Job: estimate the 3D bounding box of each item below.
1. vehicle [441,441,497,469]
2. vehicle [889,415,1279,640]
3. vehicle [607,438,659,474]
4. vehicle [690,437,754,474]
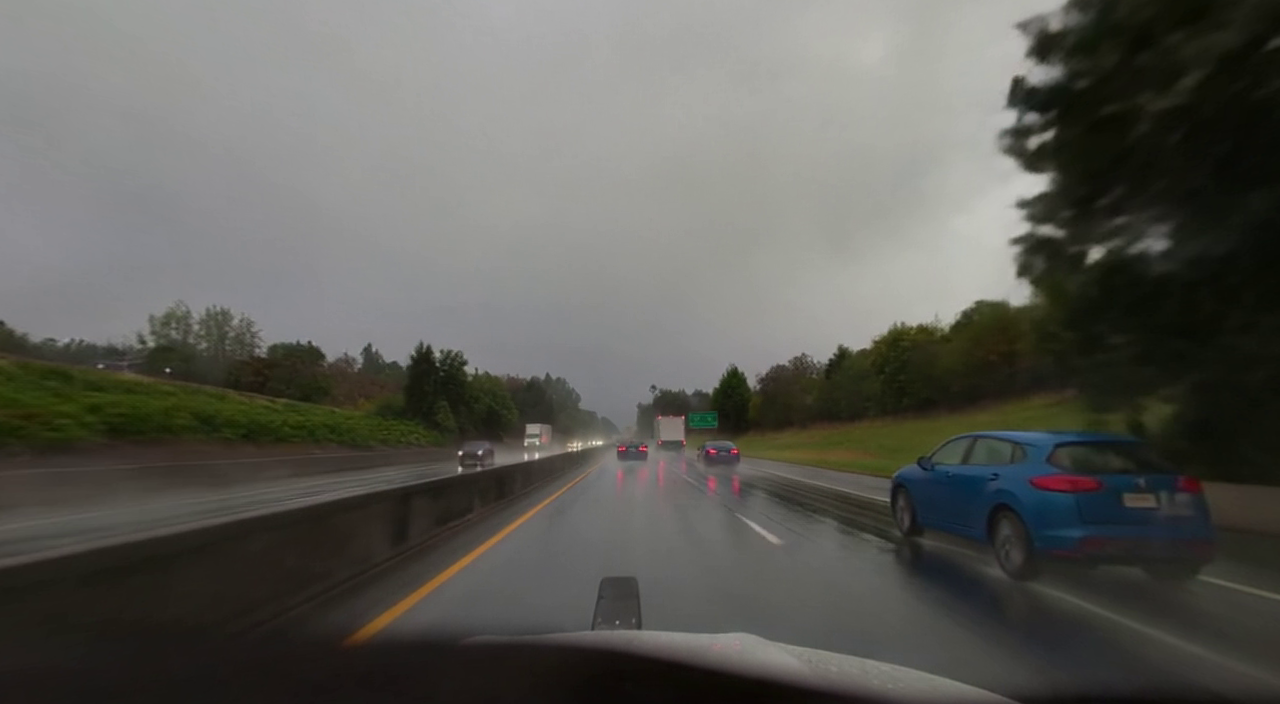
[{"bbox_3d":[-9.741,5.888,36.210,2.154,1.488,4.002,0,-8,-1],"label":"vehicle"},{"bbox_3d":[4.534,1.487,6.510,2.066,1.526,4.216,0,-8,-2],"label":"vehicle"},{"bbox_3d":[-0.324,4.505,27.702,2.143,1.466,3.693,0,-8,-1],"label":"vehicle"},{"bbox_3d":[3.483,4.475,27.602,2.004,1.469,4.472,0,-8,-2],"label":"vehicle"}]
